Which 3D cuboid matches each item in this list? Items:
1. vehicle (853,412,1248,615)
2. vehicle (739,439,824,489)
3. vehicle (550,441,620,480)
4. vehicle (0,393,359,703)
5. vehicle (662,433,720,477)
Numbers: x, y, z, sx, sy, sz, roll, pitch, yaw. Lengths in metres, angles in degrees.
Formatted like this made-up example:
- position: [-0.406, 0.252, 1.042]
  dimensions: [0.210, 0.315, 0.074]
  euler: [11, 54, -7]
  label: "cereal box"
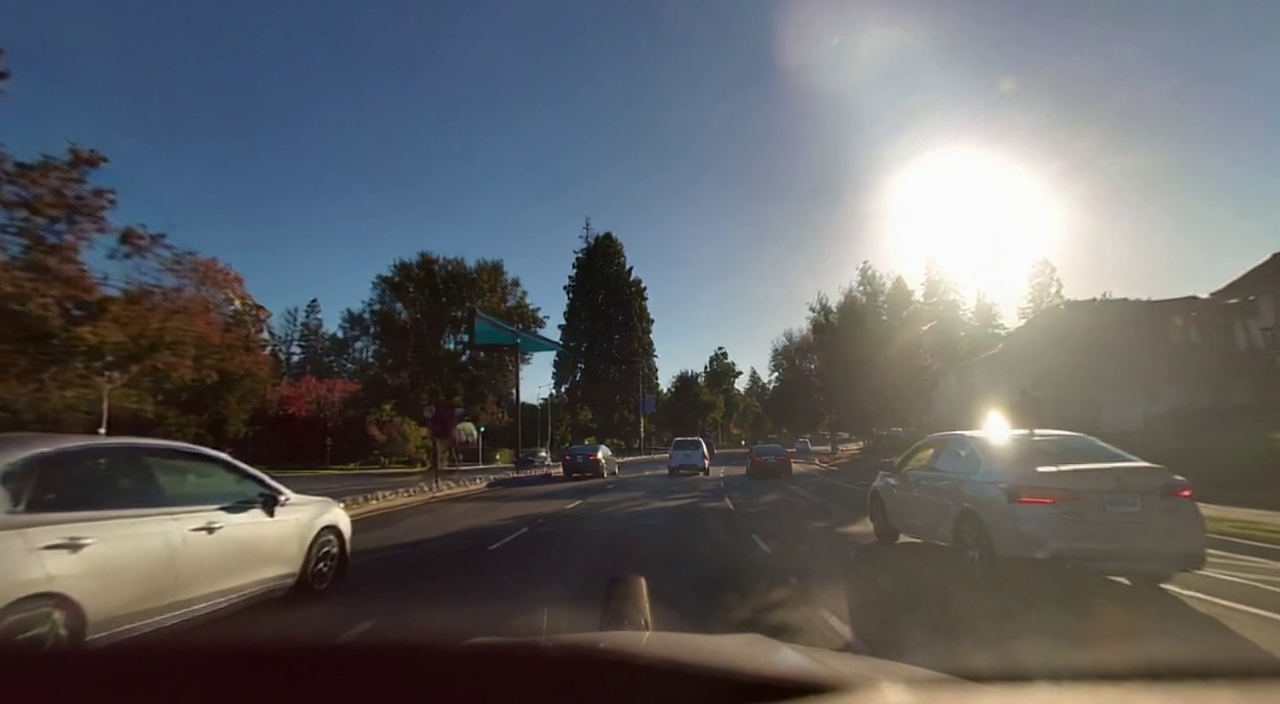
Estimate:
- position: [3.745, 1.502, 6.638]
  dimensions: [1.859, 1.540, 3.454]
  euler: [-1, -8, 2]
  label: "vehicle"
- position: [4.587, 3.694, 21.087]
  dimensions: [2.117, 1.472, 4.158]
  euler: [-1, -9, 4]
  label: "vehicle"
- position: [-2.200, 4.532, 26.560]
  dimensions: [2.006, 1.464, 4.586]
  euler: [-1, -9, 7]
  label: "vehicle"
- position: [-3.491, 0.973, 2.861]
  dimensions: [2.169, 1.468, 4.716]
  euler: [-1, -9, 1]
  label: "vehicle"
- position: [2.372, 4.602, 28.288]
  dimensions: [2.250, 1.768, 4.574]
  euler: [-2, -9, 9]
  label: "vehicle"
